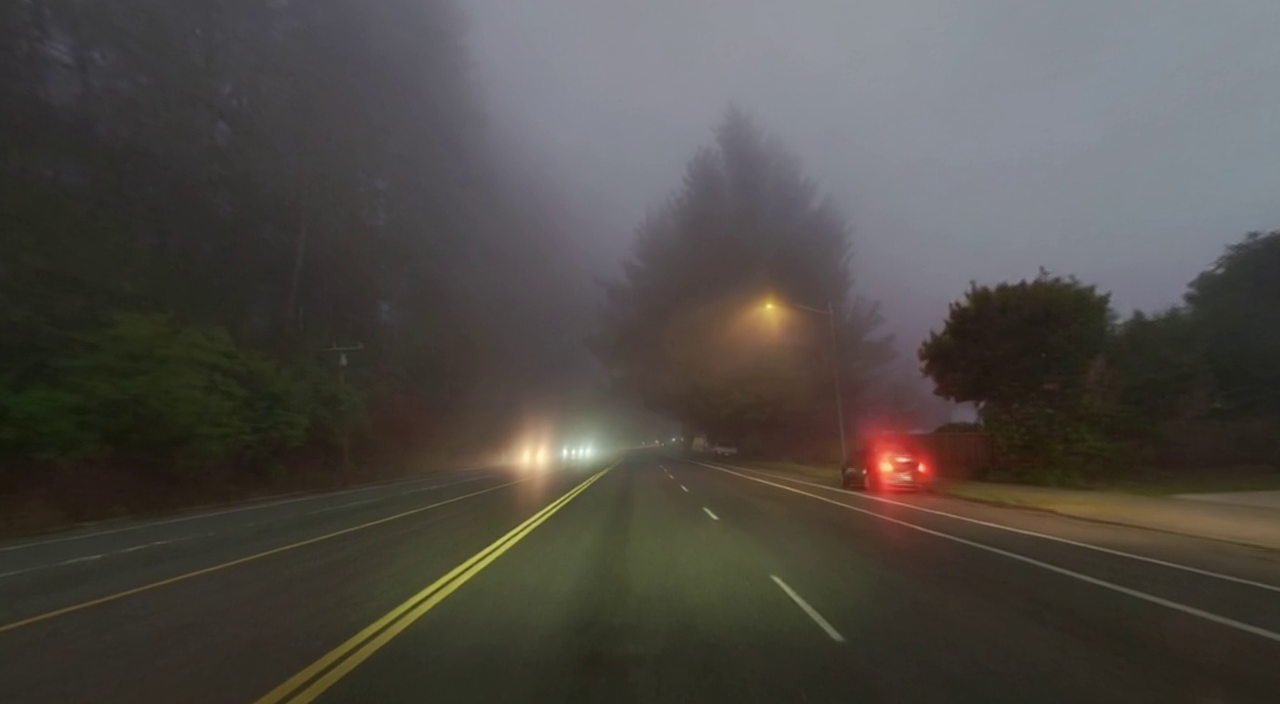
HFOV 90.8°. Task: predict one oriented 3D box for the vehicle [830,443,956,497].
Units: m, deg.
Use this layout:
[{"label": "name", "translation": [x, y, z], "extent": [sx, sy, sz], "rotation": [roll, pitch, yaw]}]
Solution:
[{"label": "vehicle", "translation": [7.613, 3.588, 19.618], "extent": [1.967, 1.449, 4.645], "rotation": [0, -9, 0]}]
